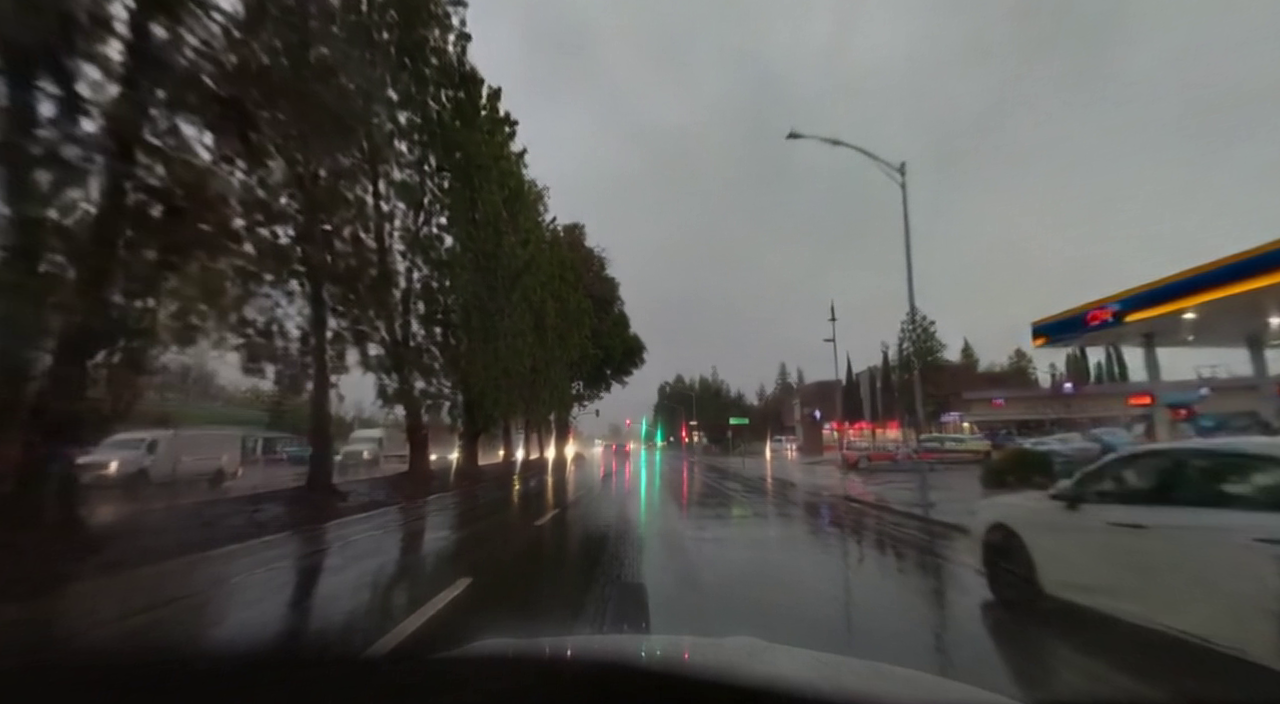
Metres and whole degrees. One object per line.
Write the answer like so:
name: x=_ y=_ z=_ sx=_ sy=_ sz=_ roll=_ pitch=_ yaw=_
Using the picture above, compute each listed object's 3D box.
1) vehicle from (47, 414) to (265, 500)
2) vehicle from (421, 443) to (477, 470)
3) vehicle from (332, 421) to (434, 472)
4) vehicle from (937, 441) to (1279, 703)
vehicle: x=-18.876 y=4.161 z=25.400 sx=2.837 sy=2.953 sz=7.214 roll=0 pitch=-9 yaw=2
vehicle: x=-11.252 y=6.192 z=37.453 sx=1.860 sy=1.495 sz=4.409 roll=0 pitch=-9 yaw=1
vehicle: x=-18.698 y=7.051 z=46.911 sx=2.958 sy=3.304 sz=10.523 roll=0 pitch=-9 yaw=1
vehicle: x=4.092 y=1.353 z=4.439 sx=1.963 sy=1.411 sz=4.637 roll=-1 pitch=-9 yaw=3
